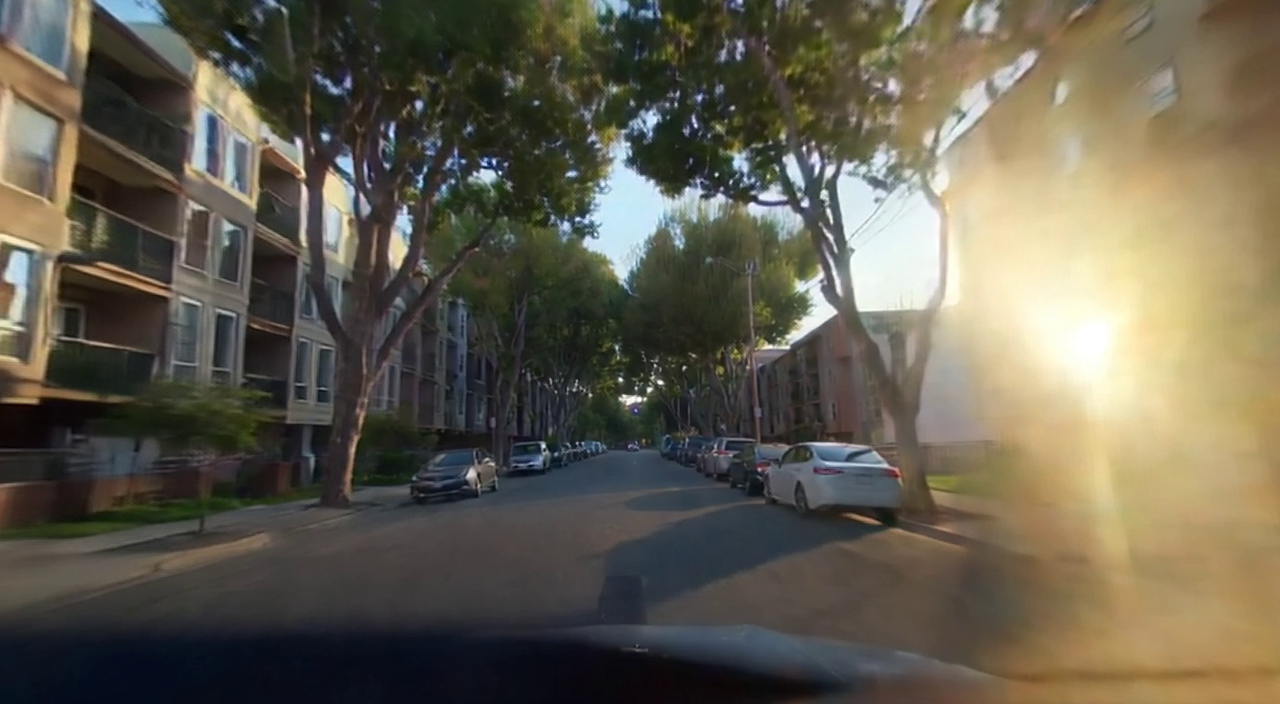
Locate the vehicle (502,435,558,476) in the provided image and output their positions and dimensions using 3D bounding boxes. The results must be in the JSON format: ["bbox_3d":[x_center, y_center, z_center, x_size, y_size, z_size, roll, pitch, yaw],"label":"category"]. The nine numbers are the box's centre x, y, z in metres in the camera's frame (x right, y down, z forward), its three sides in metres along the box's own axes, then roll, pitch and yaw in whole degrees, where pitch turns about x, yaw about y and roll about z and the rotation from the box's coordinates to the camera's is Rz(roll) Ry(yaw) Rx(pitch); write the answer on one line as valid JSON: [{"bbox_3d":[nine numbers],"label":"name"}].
[{"bbox_3d":[-5.476,5.215,32.067,2.069,1.881,4.697,0,-8,-1],"label":"vehicle"}]

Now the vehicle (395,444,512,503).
[{"bbox_3d":[-5.319,3.489,18.734,2.080,1.458,4.511,-2,-8,0],"label":"vehicle"}]

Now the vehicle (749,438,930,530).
[{"bbox_3d":[3.644,2.479,12.627,1.881,1.460,4.737,1,-8,-3],"label":"vehicle"}]
